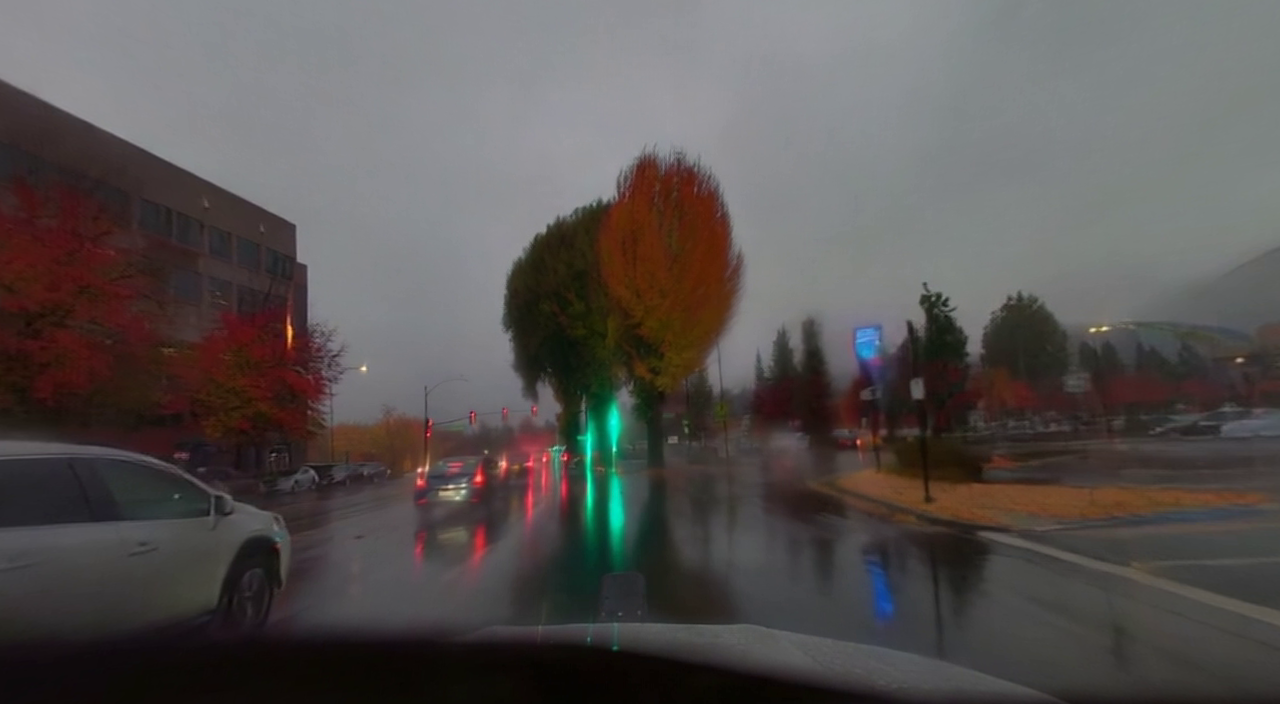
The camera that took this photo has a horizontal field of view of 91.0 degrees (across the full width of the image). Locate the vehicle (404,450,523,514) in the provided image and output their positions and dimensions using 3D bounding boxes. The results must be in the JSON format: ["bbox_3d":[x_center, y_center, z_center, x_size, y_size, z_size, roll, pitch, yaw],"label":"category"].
[{"bbox_3d":[-4.796,3.577,18.018,2.090,1.506,5.326,1,-9,-3],"label":"vehicle"}]

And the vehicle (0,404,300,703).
[{"bbox_3d":[-4.207,1.147,3.484,2.085,1.663,4.513,1,-9,0],"label":"vehicle"}]

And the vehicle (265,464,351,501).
[{"bbox_3d":[-15.923,6.245,30.512,1.972,1.514,4.689,2,-9,-5],"label":"vehicle"}]

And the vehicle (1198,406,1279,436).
[{"bbox_3d":[39.755,4.507,40.662,5.280,1.764,2.026,-9,-13,44],"label":"vehicle"}]

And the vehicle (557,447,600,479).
[{"bbox_3d":[-3.614,6.329,36.271,2.144,1.704,4.028,2,-9,-9],"label":"vehicle"}]

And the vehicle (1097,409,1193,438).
[{"bbox_3d":[33.586,4.731,41.928,2.110,1.696,4.653,12,-12,-42],"label":"vehicle"}]

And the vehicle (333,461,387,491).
[{"bbox_3d":[-17.674,7.836,39.955,2.039,1.672,4.596,2,-9,-10],"label":"vehicle"}]
